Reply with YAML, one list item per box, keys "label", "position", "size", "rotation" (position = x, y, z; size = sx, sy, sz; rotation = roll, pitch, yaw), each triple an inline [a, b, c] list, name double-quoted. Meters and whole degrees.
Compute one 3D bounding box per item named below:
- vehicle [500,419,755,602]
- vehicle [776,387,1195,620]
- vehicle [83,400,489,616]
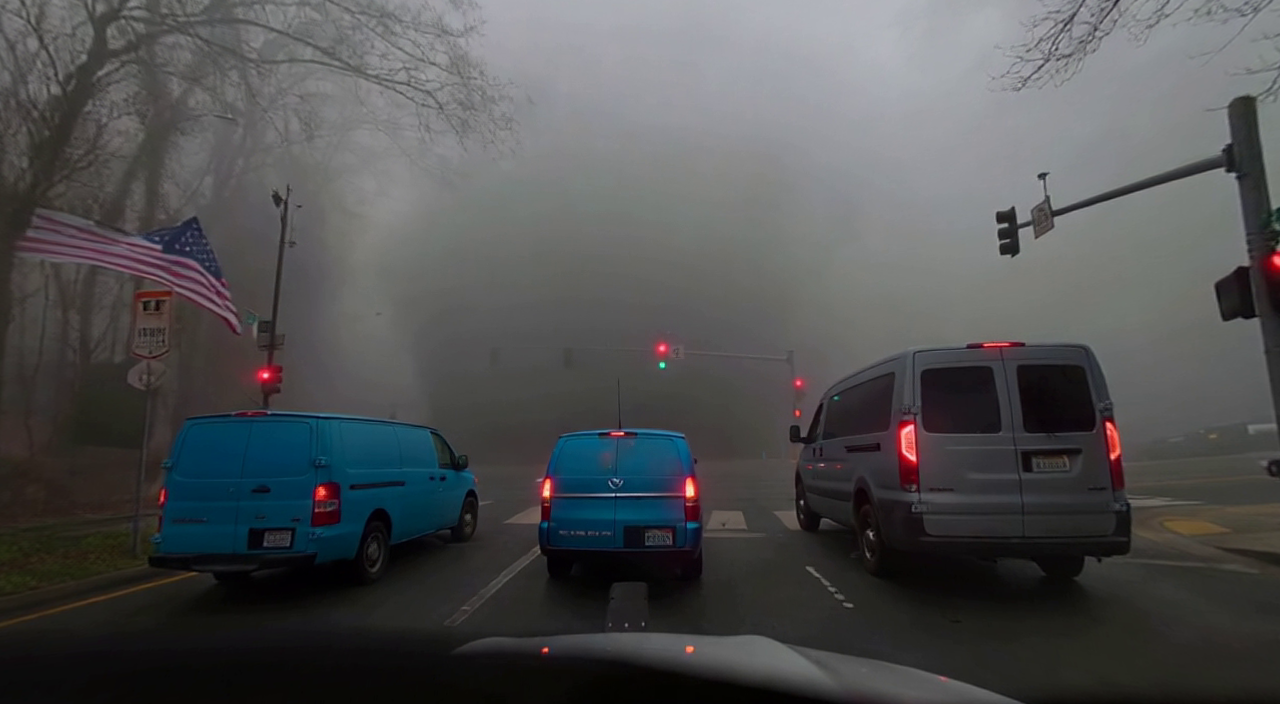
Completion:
- label: "vehicle"
  position: [-0.149, 1.620, 7.333]
  size: [2.098, 1.494, 4.118]
  rotation: [0, -9, -1]
- label: "vehicle"
  position: [3.084, 1.471, 7.026]
  size: [2.178, 1.746, 4.400]
  rotation: [0, -9, 1]
- label: "vehicle"
  position: [-3.302, 1.524, 7.041]
  size: [2.024, 1.677, 3.998]
  rotation: [-1, -9, 3]
